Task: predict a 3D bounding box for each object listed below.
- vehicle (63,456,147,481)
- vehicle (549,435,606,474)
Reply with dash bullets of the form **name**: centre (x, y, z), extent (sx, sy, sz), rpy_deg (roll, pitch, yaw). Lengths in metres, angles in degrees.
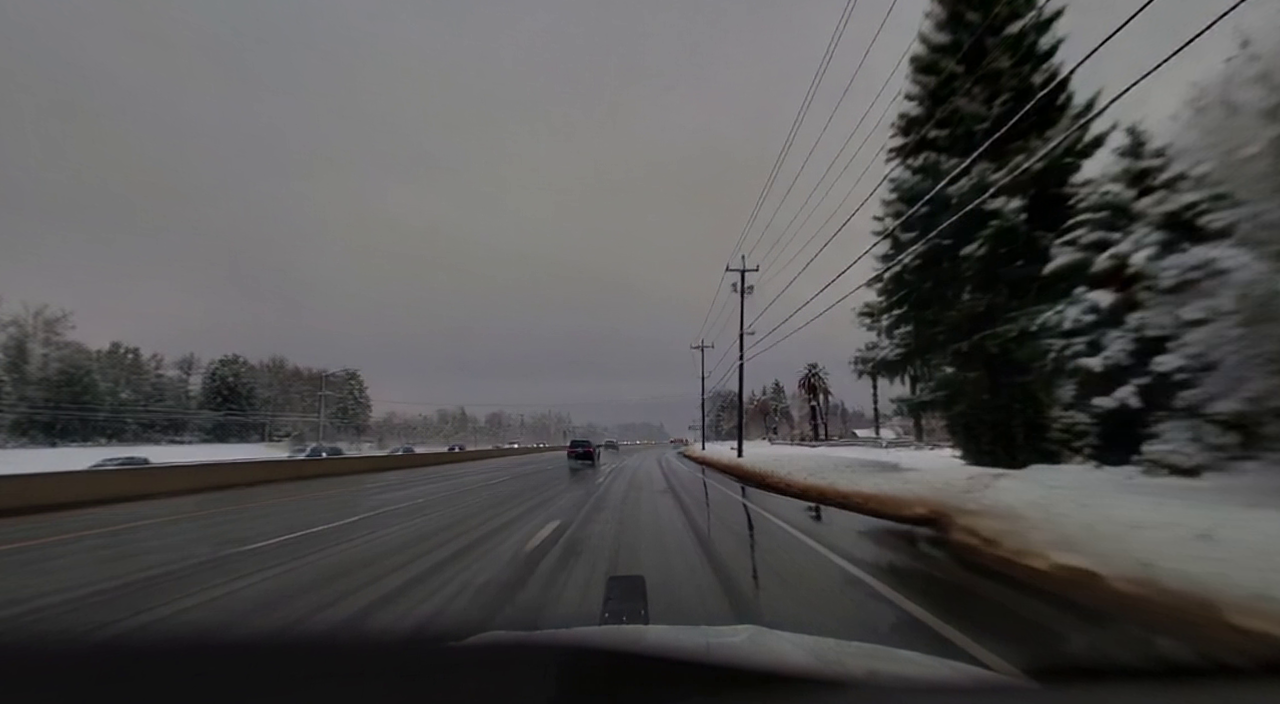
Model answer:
- **vehicle**: centre (-35.546, 7.726, 42.065), extent (1.758, 1.459, 4.364), rpy_deg (0, -8, 0)
- **vehicle**: centre (-2.697, 4.555, 28.157), extent (2.029, 1.609, 3.935), rpy_deg (0, -8, 2)
